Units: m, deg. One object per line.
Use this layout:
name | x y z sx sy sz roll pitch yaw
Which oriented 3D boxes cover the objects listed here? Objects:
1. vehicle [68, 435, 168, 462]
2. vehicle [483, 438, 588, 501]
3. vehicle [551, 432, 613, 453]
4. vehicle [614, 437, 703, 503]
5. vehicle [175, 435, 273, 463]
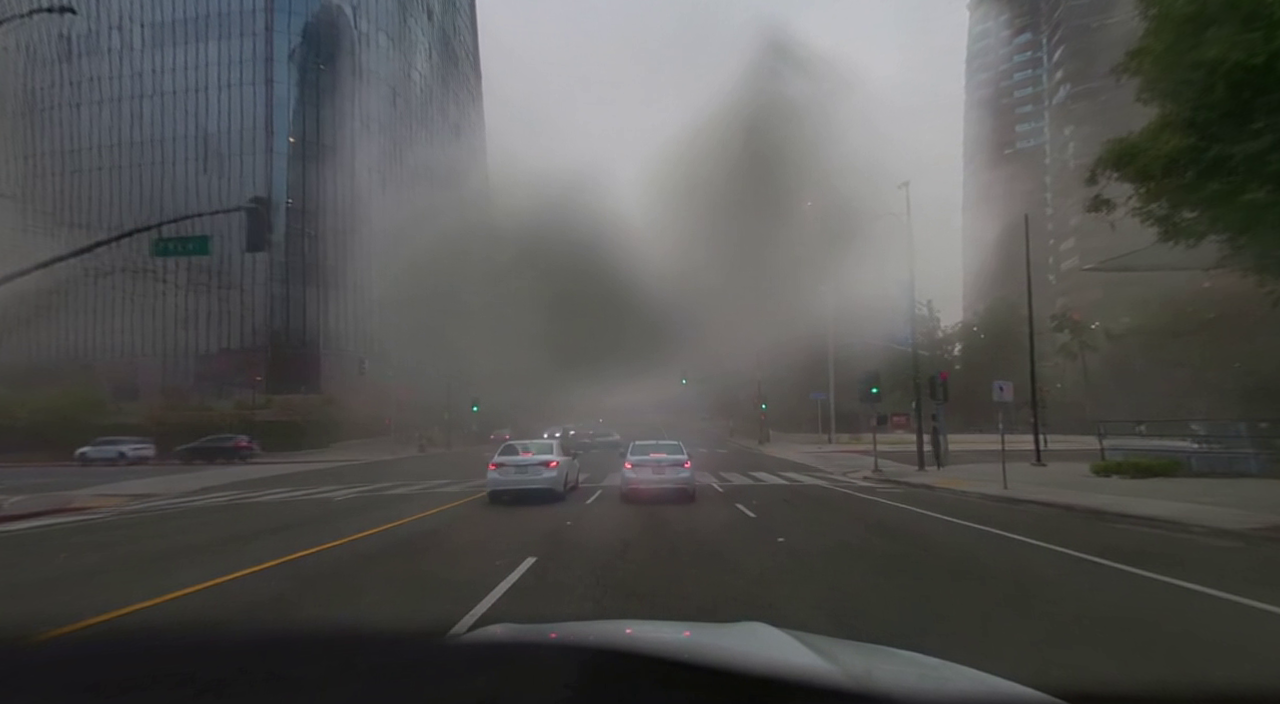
vehicle | -34.448 6.392 41.864 4.410 1.656 2.302 2 -9 -12
vehicle | -2.683 3.159 17.393 1.995 1.479 4.627 0 -9 1
vehicle | -4.408 6.827 47.763 4.533 1.520 1.887 1 -9 -9
vehicle | 0.429 2.972 16.306 2.016 1.478 3.795 0 -9 0
vehicle | -26.298 6.142 40.111 4.694 1.677 1.847 2 -9 -13
